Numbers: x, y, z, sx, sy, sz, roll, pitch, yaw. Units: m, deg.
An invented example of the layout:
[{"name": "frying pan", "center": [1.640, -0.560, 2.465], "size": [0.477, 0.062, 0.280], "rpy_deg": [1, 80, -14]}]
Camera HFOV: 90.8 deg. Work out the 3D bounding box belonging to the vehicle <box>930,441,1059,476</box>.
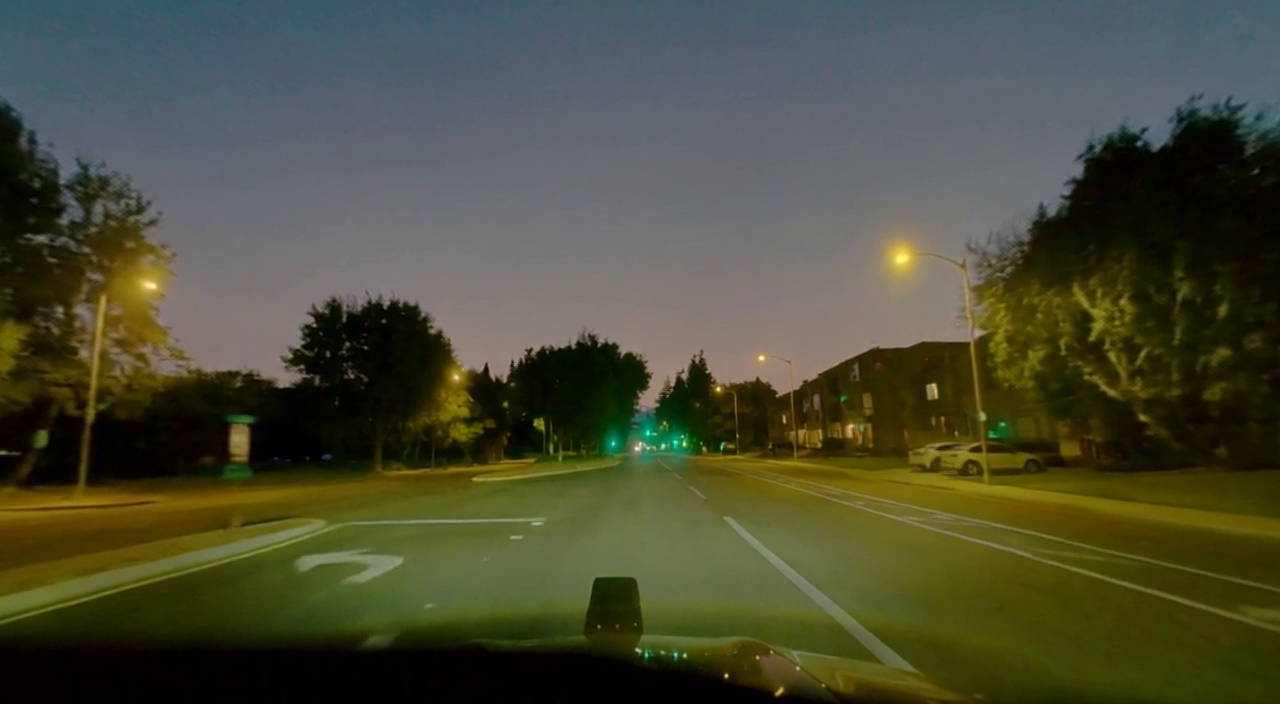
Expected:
[{"name": "vehicle", "center": [15.892, 4.800, 28.526], "size": [4.592, 1.472, 2.009], "rpy_deg": [0, -9, -1]}]
